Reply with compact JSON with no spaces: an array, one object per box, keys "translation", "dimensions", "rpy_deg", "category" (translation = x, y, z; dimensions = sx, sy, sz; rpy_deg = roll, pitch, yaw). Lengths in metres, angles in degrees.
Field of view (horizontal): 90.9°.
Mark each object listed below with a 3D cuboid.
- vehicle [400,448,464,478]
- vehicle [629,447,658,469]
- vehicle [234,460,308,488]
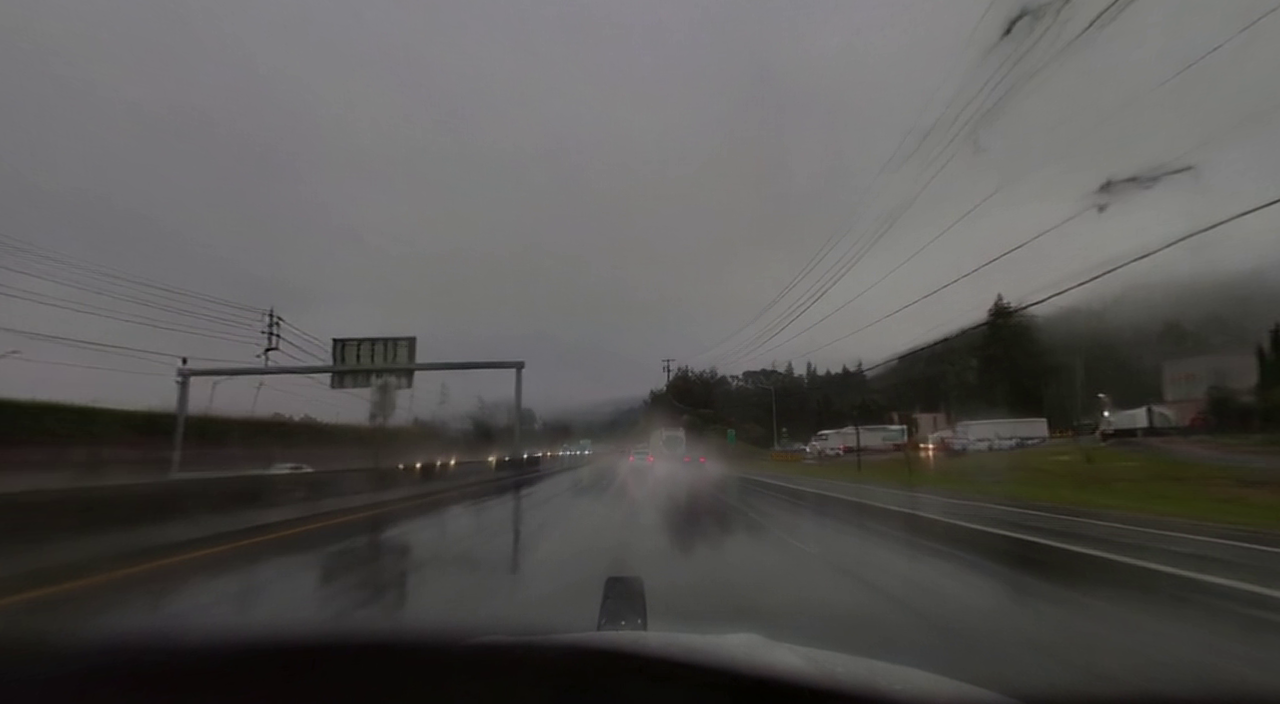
[{"translation":[-11.375,6.105,34.851],"dimensions":[1.950,1.505,4.757],"rpy_deg":[0,-9,0],"category":"vehicle"},{"translation":[0.278,8.154,48.430],"dimensions":[2.111,1.599,3.859],"rpy_deg":[0,-9,0],"category":"vehicle"},{"translation":[-22.557,7.434,38.752],"dimensions":[1.825,1.524,4.595],"rpy_deg":[0,-9,-1],"category":"vehicle"}]
